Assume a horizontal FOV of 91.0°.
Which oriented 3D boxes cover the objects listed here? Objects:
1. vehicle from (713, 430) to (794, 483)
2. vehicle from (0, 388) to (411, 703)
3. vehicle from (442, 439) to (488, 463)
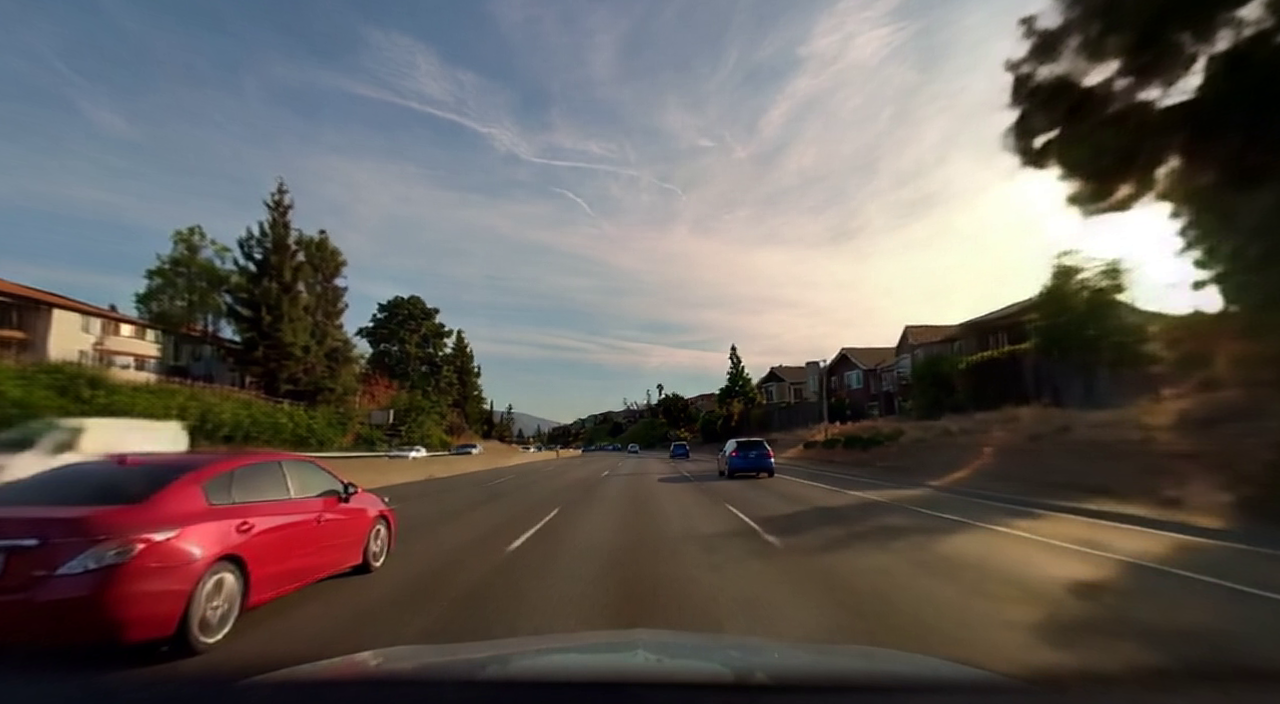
[{"bbox_3d":[3.937,3.723,22.620,2.092,1.686,4.188,0,-9,-1],"label":"vehicle"},{"bbox_3d":[-3.585,1.233,4.691,2.036,1.528,4.400,0,-9,1],"label":"vehicle"},{"bbox_3d":[-11.555,6.541,41.801,1.874,1.499,3.788,0,-9,0],"label":"vehicle"}]
